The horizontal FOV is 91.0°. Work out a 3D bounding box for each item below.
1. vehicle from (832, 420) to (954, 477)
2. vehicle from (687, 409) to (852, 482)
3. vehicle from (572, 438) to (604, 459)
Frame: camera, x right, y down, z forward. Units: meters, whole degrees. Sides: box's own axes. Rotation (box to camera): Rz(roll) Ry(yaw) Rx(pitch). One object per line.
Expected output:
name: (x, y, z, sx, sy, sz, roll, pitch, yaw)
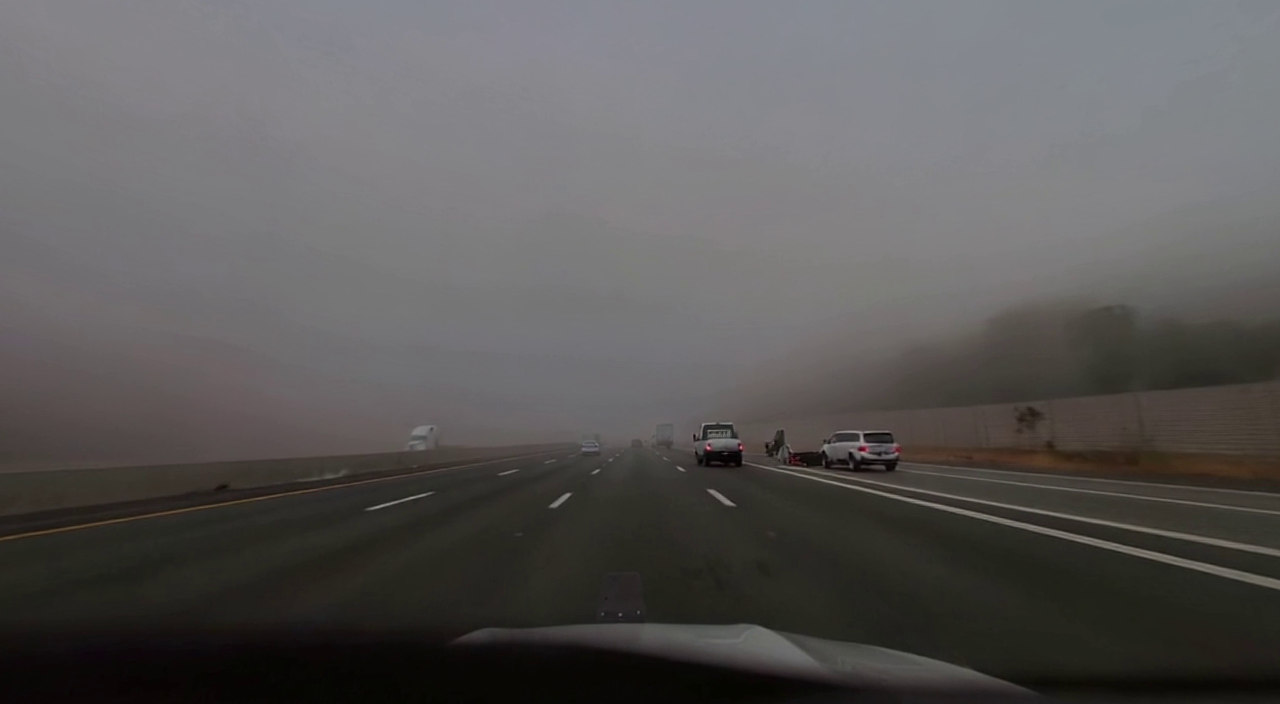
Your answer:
vehicle: (9.328, 3.646, 23.877, 2.184, 1.873, 5.466, 0, -8, -2)
vehicle: (4.089, 3.613, 24.360, 3.042, 2.004, 14.051, 0, -8, -2)
vehicle: (-3.869, 7.297, 47.569, 2.066, 1.500, 4.415, 0, -8, 0)
